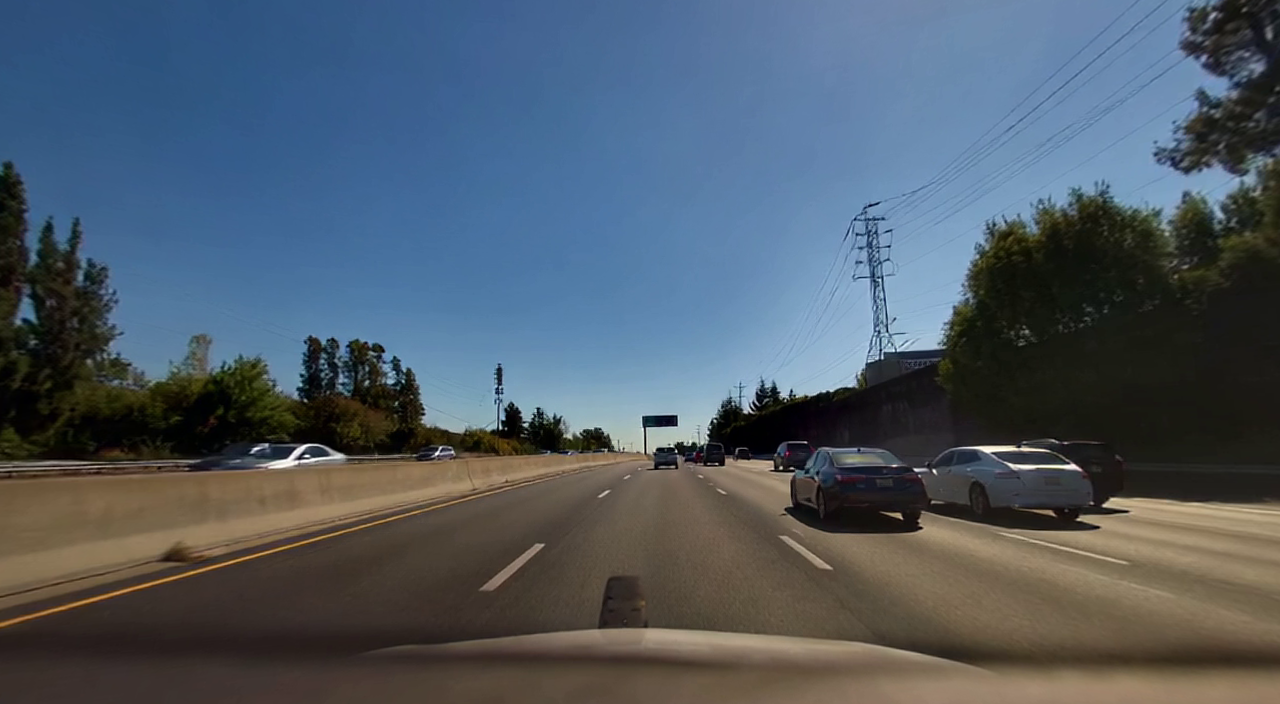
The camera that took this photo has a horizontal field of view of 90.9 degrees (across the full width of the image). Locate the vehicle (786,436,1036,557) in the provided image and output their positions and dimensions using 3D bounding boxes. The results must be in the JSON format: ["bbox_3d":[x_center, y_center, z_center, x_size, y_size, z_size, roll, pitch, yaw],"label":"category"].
[{"bbox_3d":[3.853,2.111,10.032,1.986,1.478,4.429,0,-8,0],"label":"vehicle"}]

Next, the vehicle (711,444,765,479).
[{"bbox_3d":[4.460,5.027,29.285,1.936,1.465,4.060,0,-8,2],"label":"vehicle"}]

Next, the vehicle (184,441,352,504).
[{"bbox_3d":[-10.017,3.241,17.452,1.906,1.508,4.232,0,-8,3],"label":"vehicle"}]

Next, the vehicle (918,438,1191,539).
[{"bbox_3d":[7.170,2.367,11.719,1.937,1.477,4.696,0,-8,1],"label":"vehicle"}]

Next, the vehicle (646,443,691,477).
[{"bbox_3d":[1.364,5.239,30.871,2.042,1.581,3.769,0,-8,2],"label":"vehicle"}]

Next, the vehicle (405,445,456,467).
[{"bbox_3d":[-15.955,7.928,48.296,2.022,1.618,4.617,-1,-8,3],"label":"vehicle"}]
